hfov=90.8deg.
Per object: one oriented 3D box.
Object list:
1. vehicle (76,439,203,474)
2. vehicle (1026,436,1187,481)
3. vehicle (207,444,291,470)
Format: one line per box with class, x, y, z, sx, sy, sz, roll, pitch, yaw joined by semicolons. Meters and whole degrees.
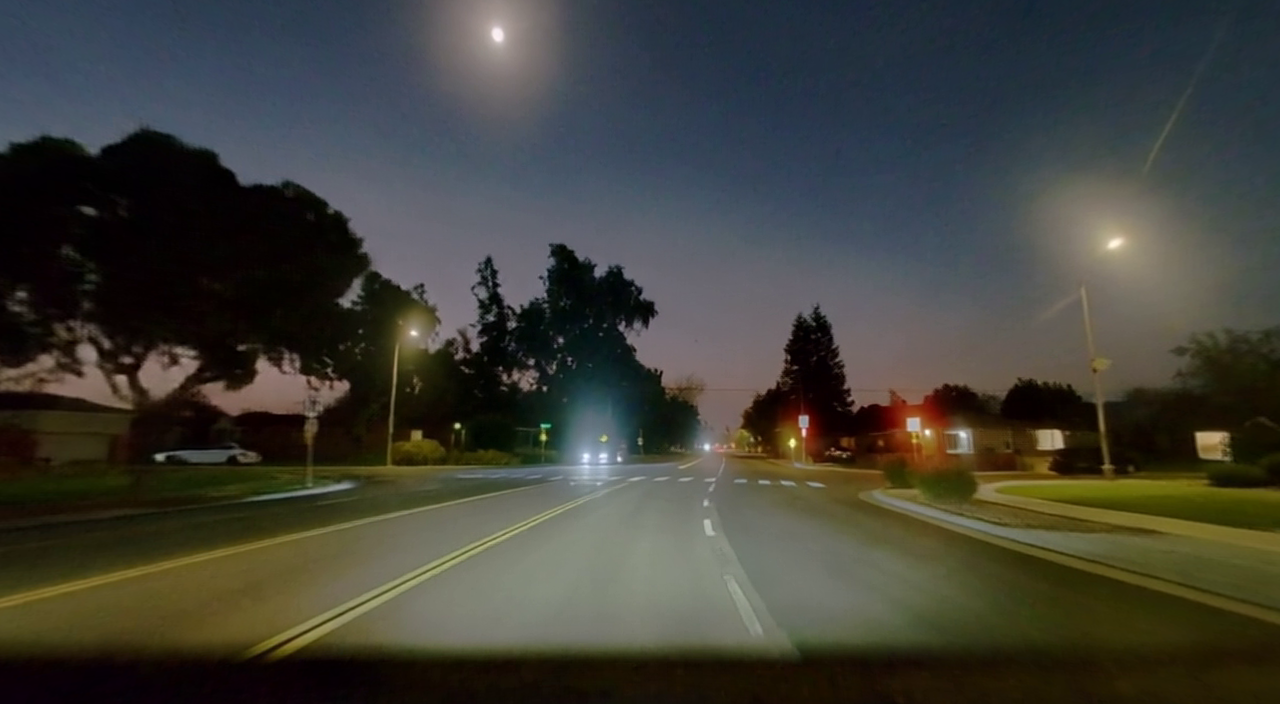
vehicle;-29.041;6.060;36.724;5.754;1.892;2.236;-1;-9;7
vehicle;21.641;4.999;29.584;5.484;1.842;2.188;-4;-10;8
vehicle;-28.028;7.527;45.338;4.793;1.745;2.012;-1;-9;7
